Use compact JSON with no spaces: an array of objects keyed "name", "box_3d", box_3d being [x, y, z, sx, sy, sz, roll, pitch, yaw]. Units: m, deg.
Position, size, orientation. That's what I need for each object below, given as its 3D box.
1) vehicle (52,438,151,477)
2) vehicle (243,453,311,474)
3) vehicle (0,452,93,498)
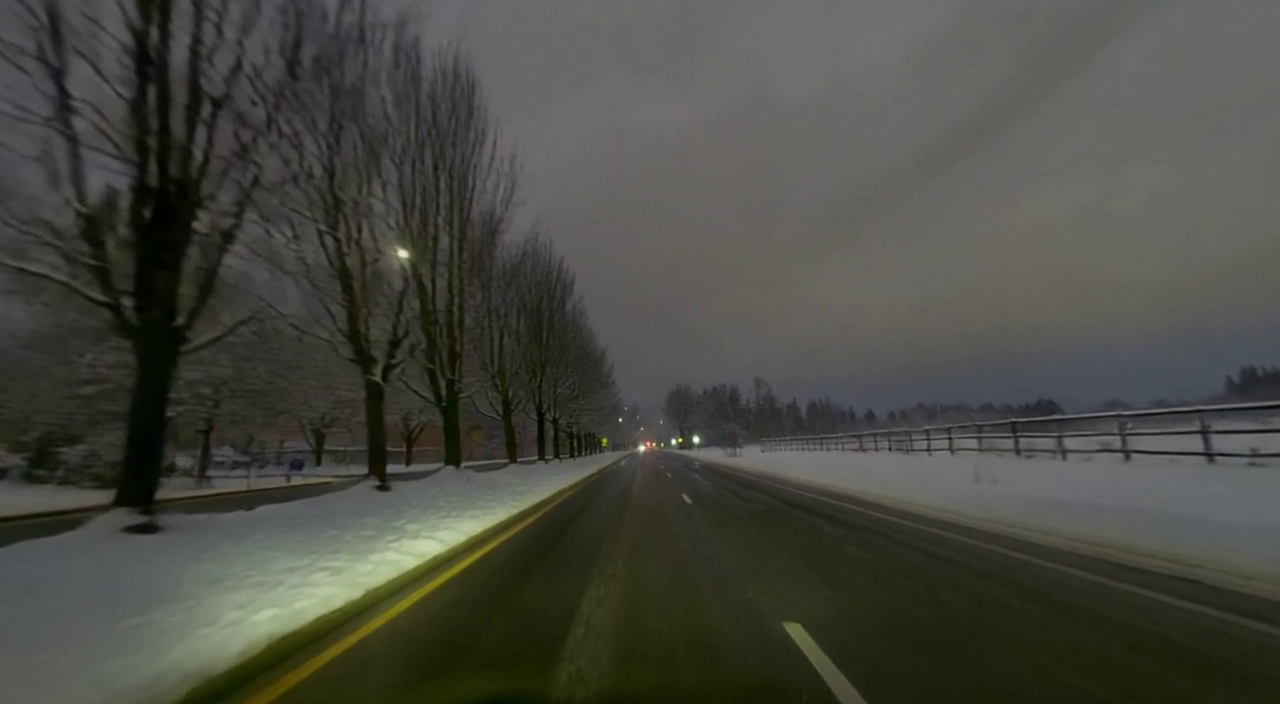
[{"name":"vehicle","box_3d":[-41.549,8.116,48.837,5.637,2.663,2.208,-2,-6,-2]},{"name":"vehicle","box_3d":[-28.688,8.773,49.952,4.342,1.446,1.722,-2,-8,2]},{"name":"vehicle","box_3d":[-27.971,5.568,28.258,4.971,1.743,2.107,-4,-6,-4]}]
